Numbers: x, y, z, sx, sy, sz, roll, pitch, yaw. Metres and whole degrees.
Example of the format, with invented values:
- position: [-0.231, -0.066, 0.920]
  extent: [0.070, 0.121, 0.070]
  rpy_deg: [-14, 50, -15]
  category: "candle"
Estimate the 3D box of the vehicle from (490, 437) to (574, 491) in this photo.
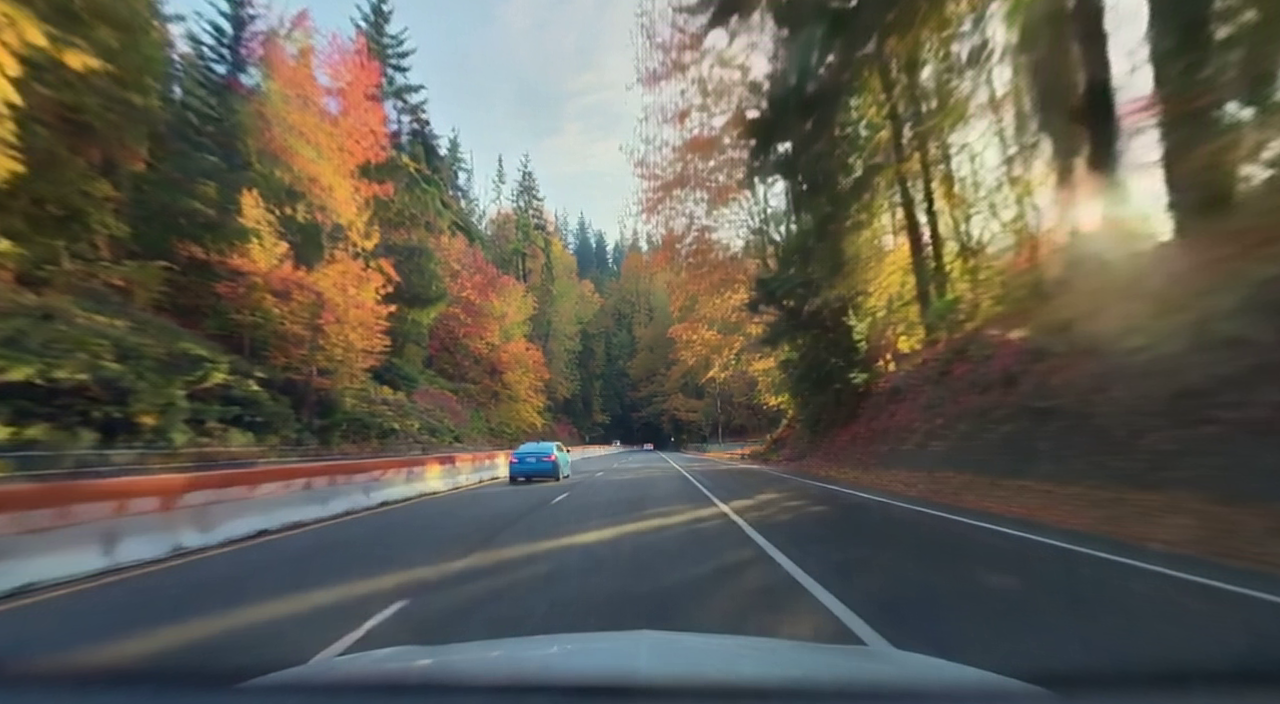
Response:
- position: [-3.274, 3.466, 19.869]
  extent: [1.902, 1.505, 4.016]
  rpy_deg: [0, -8, 1]
  category: "vehicle"
